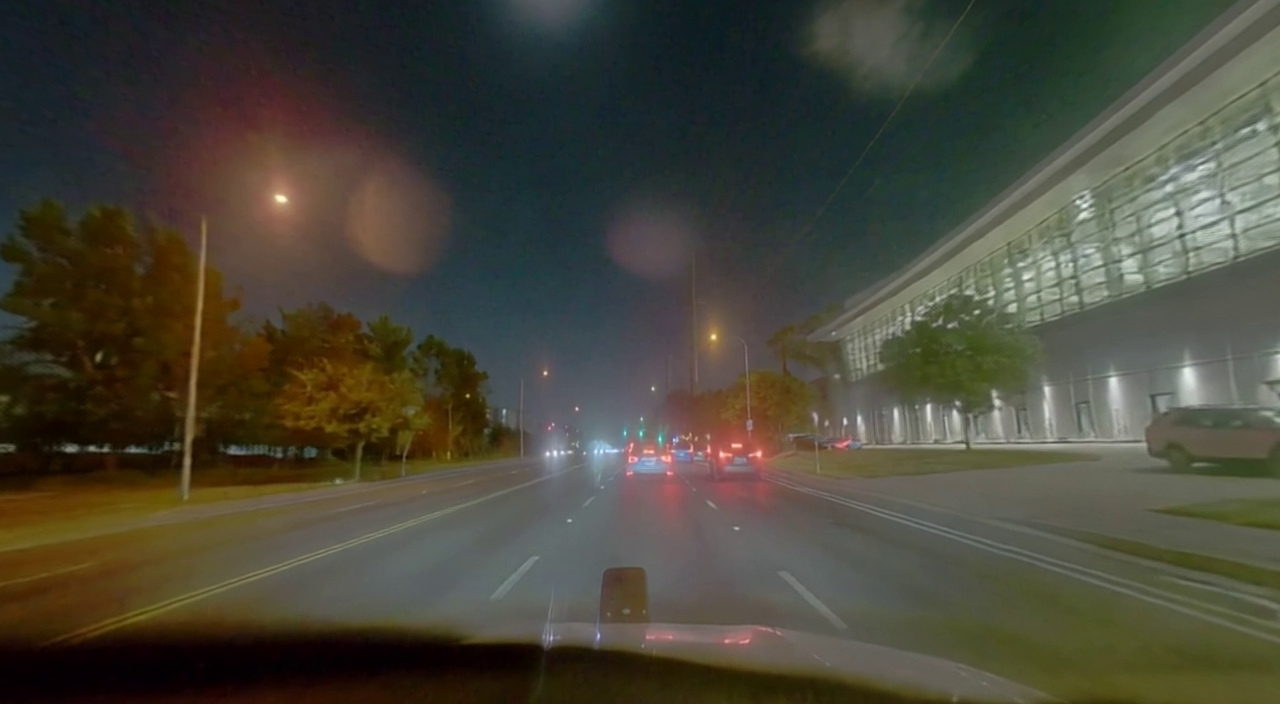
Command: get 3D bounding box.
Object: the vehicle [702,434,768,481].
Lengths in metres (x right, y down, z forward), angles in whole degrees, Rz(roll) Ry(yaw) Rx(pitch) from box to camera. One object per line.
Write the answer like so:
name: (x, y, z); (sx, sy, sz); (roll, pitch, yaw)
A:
vehicle: (3.618, 4.109, 24.799); (1.914, 1.698, 4.049); (0, -8, 0)

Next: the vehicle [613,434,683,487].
vehicle: (0.246, 3.727, 21.987); (2.200, 1.653, 4.127); (0, -8, 0)

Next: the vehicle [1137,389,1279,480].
vehicle: (14.452, 1.926, 14.594); (2.011, 1.893, 4.645); (0, -8, -1)
